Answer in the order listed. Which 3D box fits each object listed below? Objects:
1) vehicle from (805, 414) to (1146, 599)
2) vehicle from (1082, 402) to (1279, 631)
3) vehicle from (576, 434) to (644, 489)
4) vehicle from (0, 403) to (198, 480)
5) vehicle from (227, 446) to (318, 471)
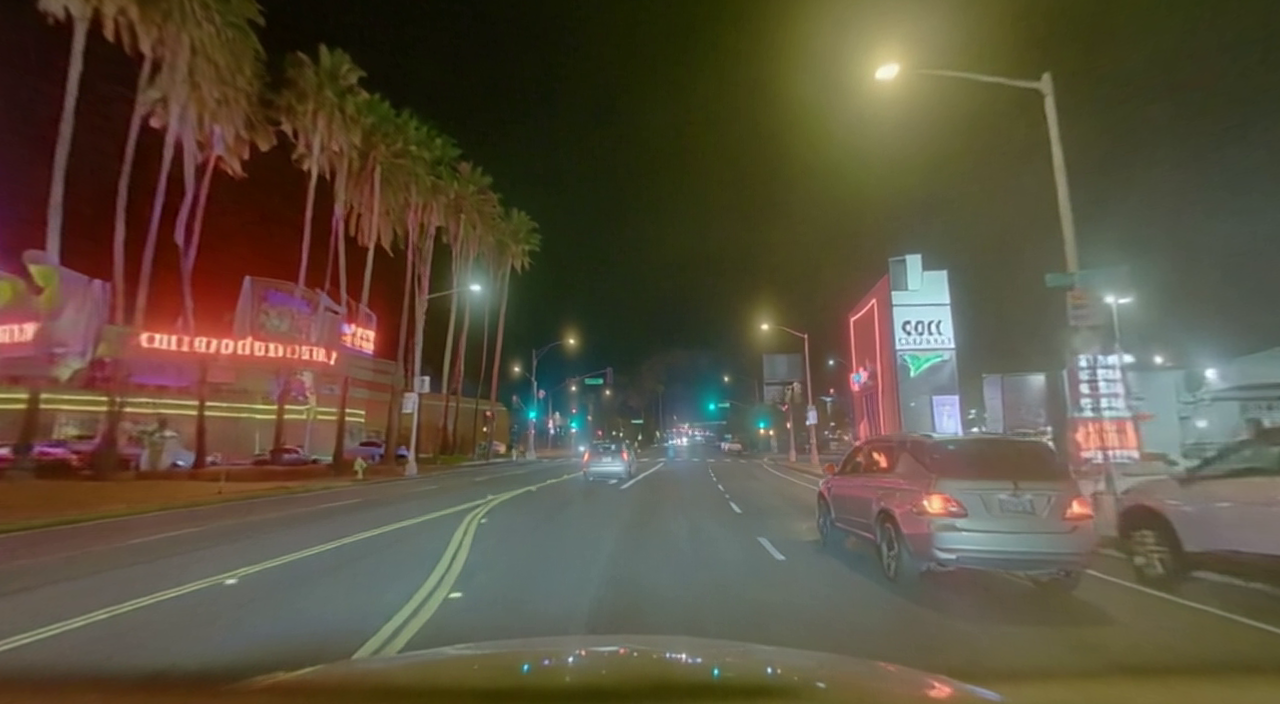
[{"bbox_3d":[3.617,1.728,7.976,1.983,1.654,4.354,0,-8,2],"label":"vehicle"},{"bbox_3d":[6.206,1.311,4.979,2.028,1.832,4.622,0,-8,0],"label":"vehicle"},{"bbox_3d":[-0.906,3.661,21.446,2.063,1.664,4.471,0,-8,0],"label":"vehicle"},{"bbox_3d":[-21.447,3.570,25.200,2.198,2.684,5.751,-4,-9,24],"label":"vehicle"},{"bbox_3d":[-23.086,6.671,39.906,1.800,1.462,4.752,-4,-9,24],"label":"vehicle"}]
